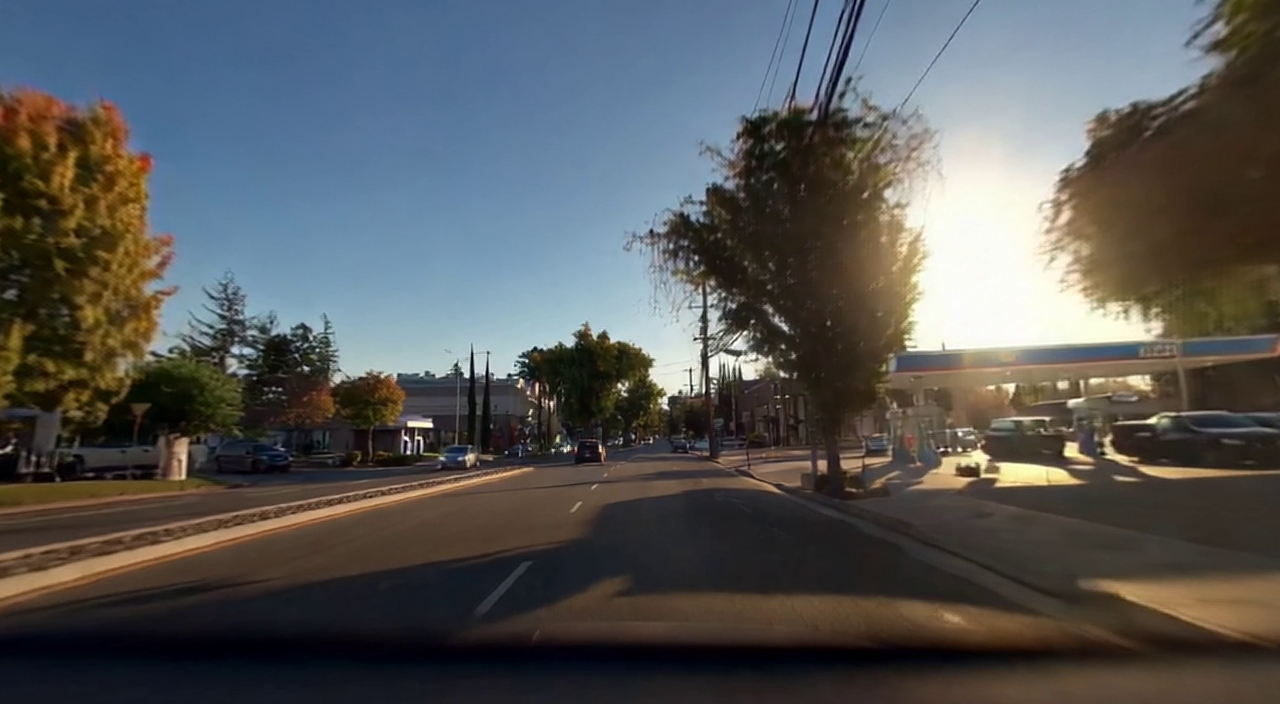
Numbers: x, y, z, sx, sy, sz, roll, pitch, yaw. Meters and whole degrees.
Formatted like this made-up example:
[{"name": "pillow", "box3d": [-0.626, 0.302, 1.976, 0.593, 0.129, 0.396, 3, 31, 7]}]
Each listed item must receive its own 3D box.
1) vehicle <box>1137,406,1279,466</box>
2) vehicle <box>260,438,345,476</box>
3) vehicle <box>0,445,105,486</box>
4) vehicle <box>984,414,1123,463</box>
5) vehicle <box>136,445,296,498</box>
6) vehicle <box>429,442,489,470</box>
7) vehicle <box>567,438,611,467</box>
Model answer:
[{"name": "vehicle", "box3d": [17.823, 2.446, 18.349, 4.943, 1.646, 2.072, 0, -8, 0]}, {"name": "vehicle", "box3d": [-20.612, 6.346, 38.449, 5.575, 2.142, 1.996, -5, -10, 33]}, {"name": "vehicle", "box3d": [-22.987, 4.197, 23.483, 4.219, 1.431, 1.999, 0, -8, -1]}, {"name": "vehicle", "box3d": [18.327, 3.819, 28.306, 2.020, 1.972, 4.983, 3, -7, -16]}, {"name": "vehicle", "box3d": [-13.974, 3.930, 21.208, 2.091, 1.538, 4.451, -1, -8, 4]}, {"name": "vehicle", "box3d": [-10.315, 5.964, 36.367, 2.021, 1.480, 4.800, 0, -8, 1]}, {"name": "vehicle", "box3d": [-2.815, 5.599, 35.382, 2.073, 1.525, 3.968, 0, -8, 1]}]
